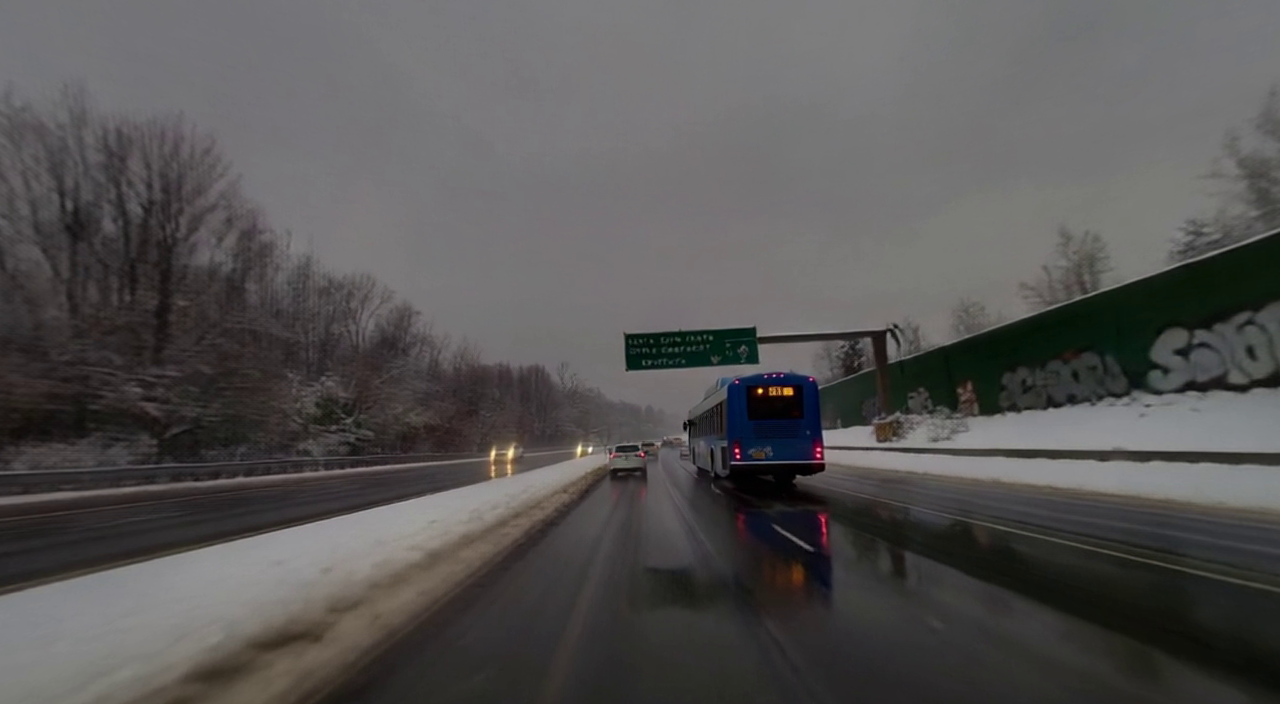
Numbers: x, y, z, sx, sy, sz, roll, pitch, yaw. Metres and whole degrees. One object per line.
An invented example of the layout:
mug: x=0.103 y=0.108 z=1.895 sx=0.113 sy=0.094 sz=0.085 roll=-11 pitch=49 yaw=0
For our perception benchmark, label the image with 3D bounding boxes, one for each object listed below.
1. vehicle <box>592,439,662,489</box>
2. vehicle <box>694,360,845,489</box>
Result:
vehicle: x=-0.367 y=3.803 z=21.553 sx=2.160 sy=1.532 sz=4.073 roll=-1 pitch=-9 yaw=1
vehicle: x=4.030 y=2.912 z=23.279 sx=3.055 sy=3.479 sz=12.521 roll=-1 pitch=-9 yaw=1
